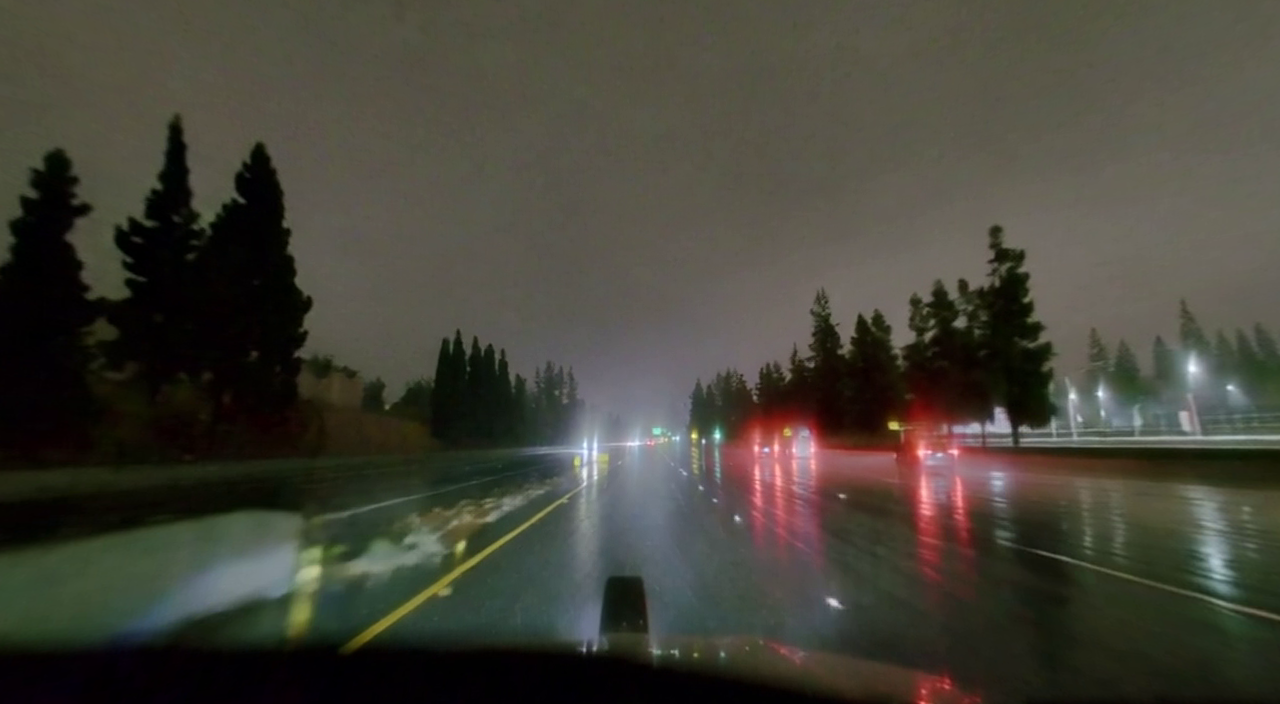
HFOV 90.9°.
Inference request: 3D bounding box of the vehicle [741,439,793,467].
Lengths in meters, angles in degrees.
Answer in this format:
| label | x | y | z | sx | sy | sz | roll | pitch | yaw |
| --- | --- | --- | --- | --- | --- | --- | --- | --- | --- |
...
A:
| label | x | y | z | sx | sy | sz | roll | pitch | yaw |
| --- | --- | --- | --- | --- | --- | --- | --- | --- | --- |
| vehicle | 7.079 | 5.676 | 35.705 | 2.025 | 1.484 | 4.208 | 0 | -8 | -1 |
